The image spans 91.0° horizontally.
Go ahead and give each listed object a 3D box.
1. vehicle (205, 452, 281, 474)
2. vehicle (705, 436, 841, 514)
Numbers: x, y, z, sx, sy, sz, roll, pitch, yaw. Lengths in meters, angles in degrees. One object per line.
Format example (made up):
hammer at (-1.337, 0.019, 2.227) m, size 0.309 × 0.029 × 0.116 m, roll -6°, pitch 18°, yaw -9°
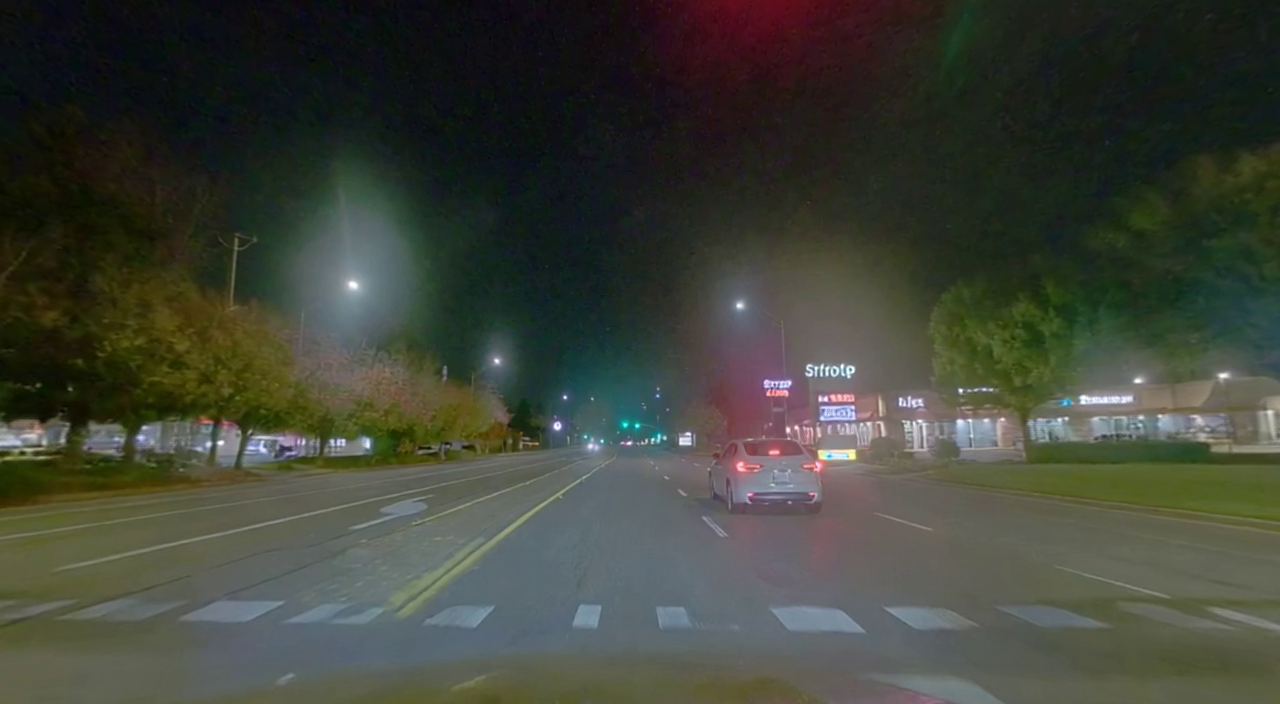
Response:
vehicle at (-27.502, 7.693, 43.752) m, size 4.294 × 1.417 × 1.802 m, roll 5°, pitch -10°, yaw -29°
vehicle at (2.806, 2.708, 14.421) m, size 2.015 × 1.479 × 4.444 m, roll 0°, pitch -9°, yaw -2°
